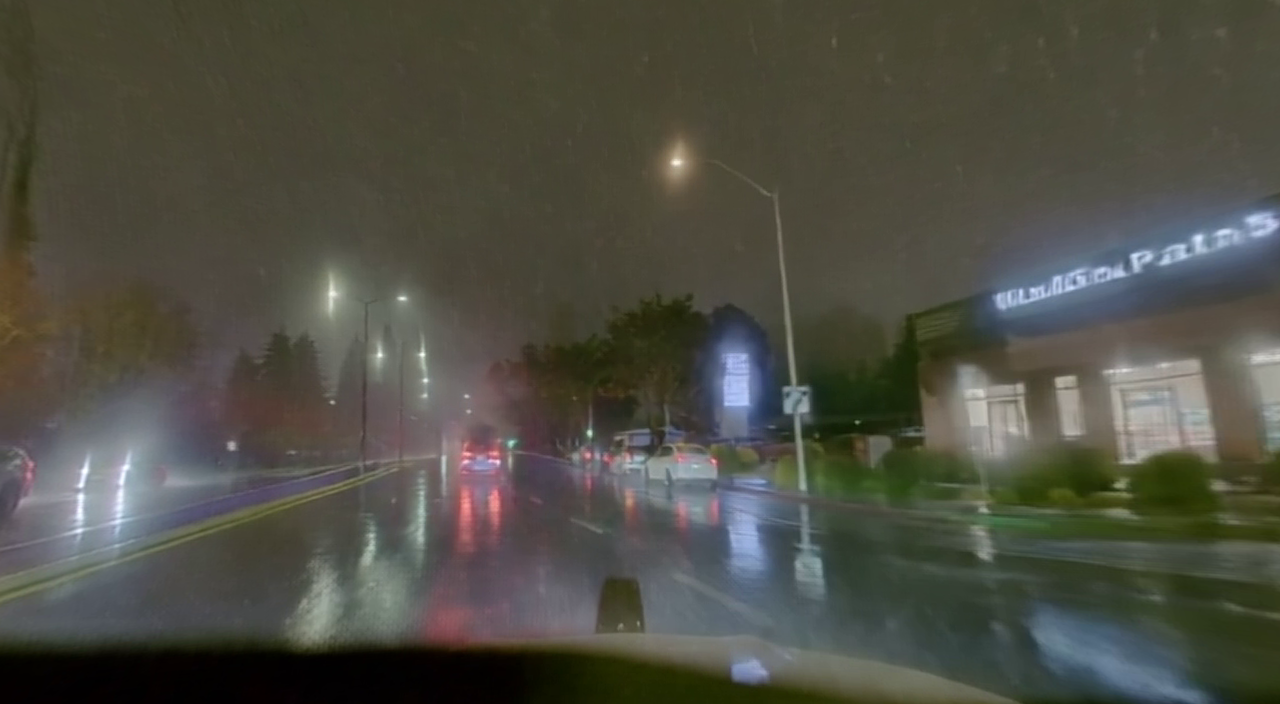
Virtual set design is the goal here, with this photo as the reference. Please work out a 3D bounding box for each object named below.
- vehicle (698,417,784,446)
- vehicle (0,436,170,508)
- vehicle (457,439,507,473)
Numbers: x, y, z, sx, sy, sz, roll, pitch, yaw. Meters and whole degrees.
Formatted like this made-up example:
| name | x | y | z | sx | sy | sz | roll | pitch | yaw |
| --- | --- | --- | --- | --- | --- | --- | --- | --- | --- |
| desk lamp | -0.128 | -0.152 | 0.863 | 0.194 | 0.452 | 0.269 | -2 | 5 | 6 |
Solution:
| name | x | y | z | sx | sy | sz | roll | pitch | yaw |
| --- | --- | --- | --- | --- | --- | --- | --- | --- | --- |
| vehicle | 6.351 | 5.061 | 39.868 | 4.851 | 1.737 | 2.189 | 3 | -9 | -18 |
| vehicle | -15.932 | 3.324 | 18.044 | 2.275 | 1.752 | 4.858 | 2 | -9 | -15 |
| vehicle | -8.253 | 5.334 | 32.692 | 2.197 | 1.642 | 4.312 | 3 | -9 | -17 |
